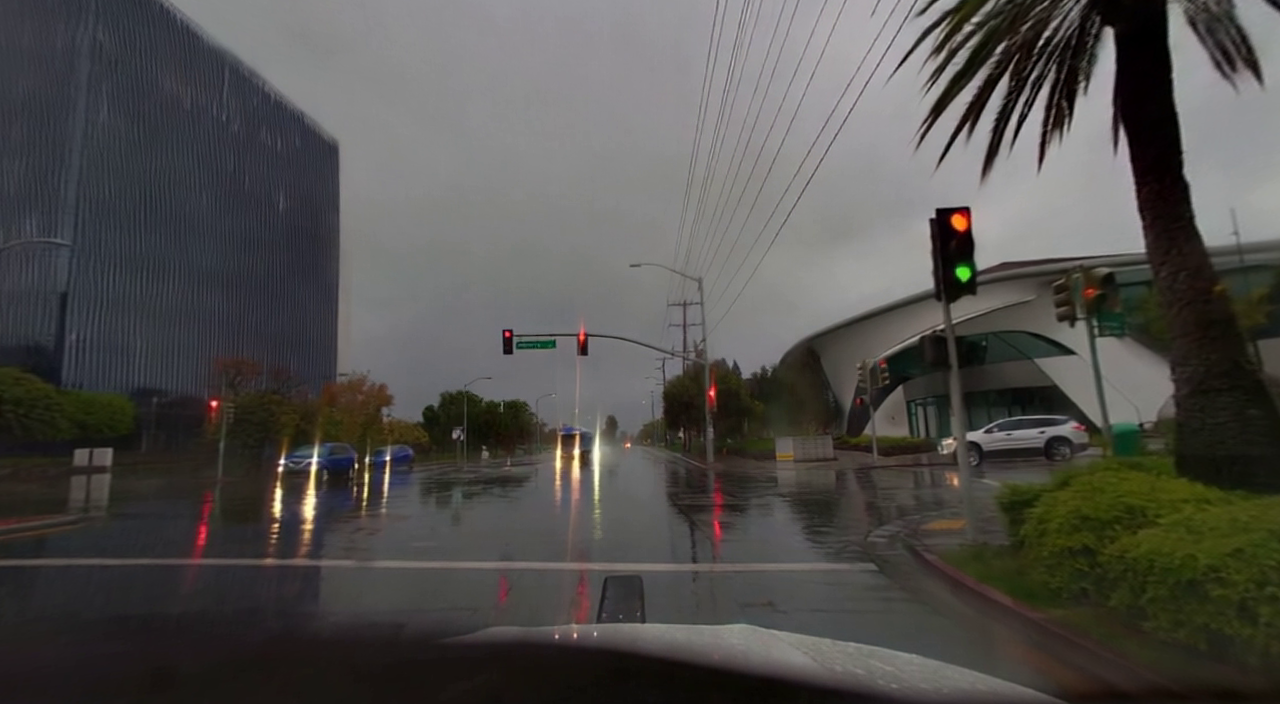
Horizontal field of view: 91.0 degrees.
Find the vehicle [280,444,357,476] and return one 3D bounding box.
[{"bbox_3d":[-19.042,6.415,37.567,2.017,1.739,4.569,0,-9,2],"label":"vehicle"}]

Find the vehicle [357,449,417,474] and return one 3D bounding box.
[{"bbox_3d":[-15.252,6.583,38.151,1.875,1.389,3.784,0,-9,3],"label":"vehicle"}]
